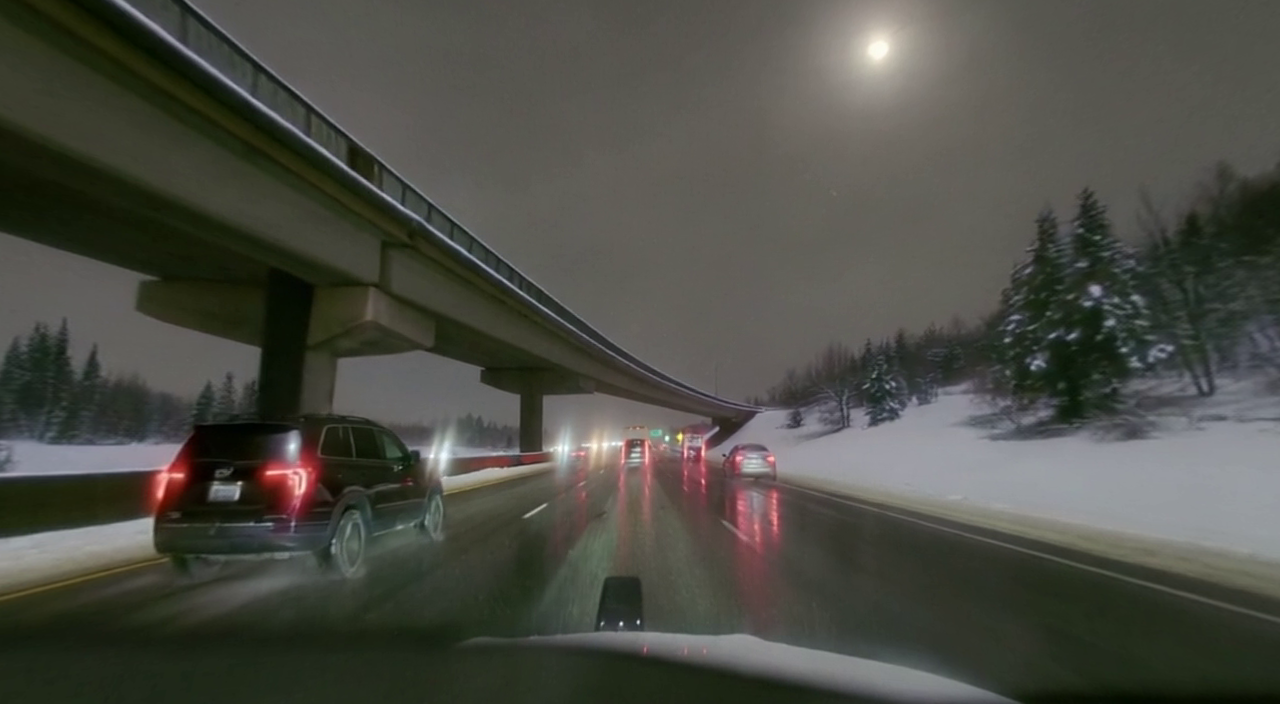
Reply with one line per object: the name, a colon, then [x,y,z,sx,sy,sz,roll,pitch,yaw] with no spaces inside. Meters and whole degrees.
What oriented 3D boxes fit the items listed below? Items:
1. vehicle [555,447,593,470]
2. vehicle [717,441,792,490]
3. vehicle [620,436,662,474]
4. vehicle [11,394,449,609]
vehicle: [-4.357,7.094,42.268,1.994,1.475,4.171,0,-9,1]
vehicle: [3.903,3.943,22.120,1.959,1.554,3.795,0,-9,0]
vehicle: [0.068,5.638,34.632,2.155,1.909,4.529,0,-9,0]
vehicle: [-4.062,1.567,7.496,2.089,1.751,4.515,0,-9,1]
